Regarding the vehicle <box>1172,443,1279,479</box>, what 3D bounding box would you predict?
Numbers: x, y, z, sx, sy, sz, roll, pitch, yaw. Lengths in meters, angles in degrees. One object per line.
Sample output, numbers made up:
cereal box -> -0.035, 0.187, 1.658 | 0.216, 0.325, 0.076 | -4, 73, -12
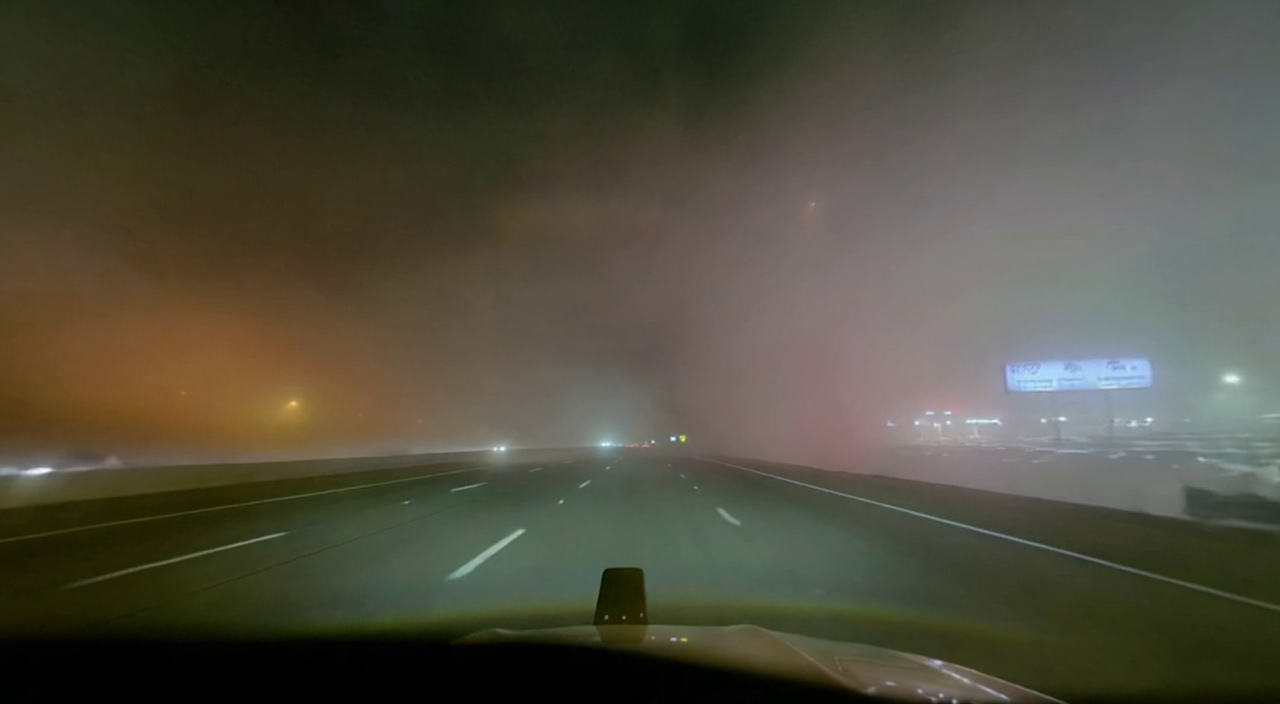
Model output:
vehicle -> 35.942, 6.561, 38.130 | 5.313, 1.880, 2.243 | -3, -8, 0

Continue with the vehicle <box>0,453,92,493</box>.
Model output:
vehicle -> -24.977, 4.824, 25.440 | 1.832, 1.443, 4.289 | 0, -8, 1
